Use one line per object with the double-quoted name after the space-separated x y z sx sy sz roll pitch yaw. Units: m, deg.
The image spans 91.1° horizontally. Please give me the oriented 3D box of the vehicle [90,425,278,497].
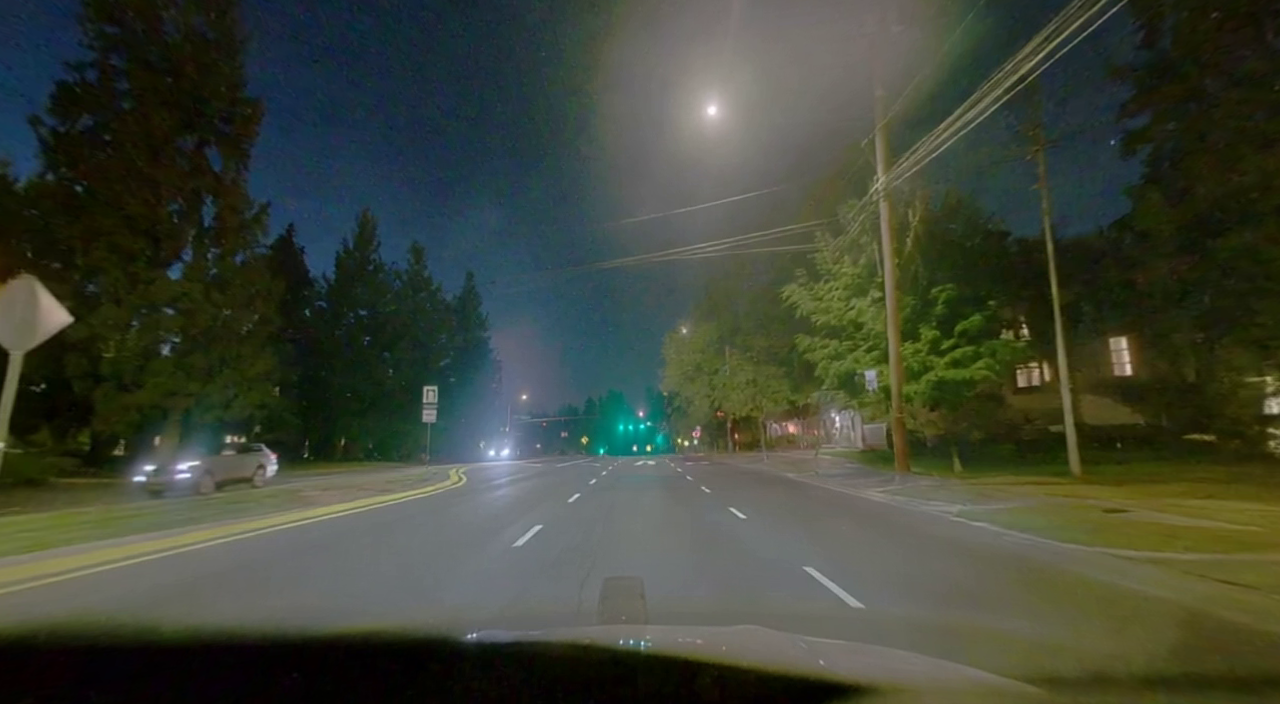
-15.142 3.652 21.437 2.184 2.092 5.593 0 -9 0 "vehicle"
